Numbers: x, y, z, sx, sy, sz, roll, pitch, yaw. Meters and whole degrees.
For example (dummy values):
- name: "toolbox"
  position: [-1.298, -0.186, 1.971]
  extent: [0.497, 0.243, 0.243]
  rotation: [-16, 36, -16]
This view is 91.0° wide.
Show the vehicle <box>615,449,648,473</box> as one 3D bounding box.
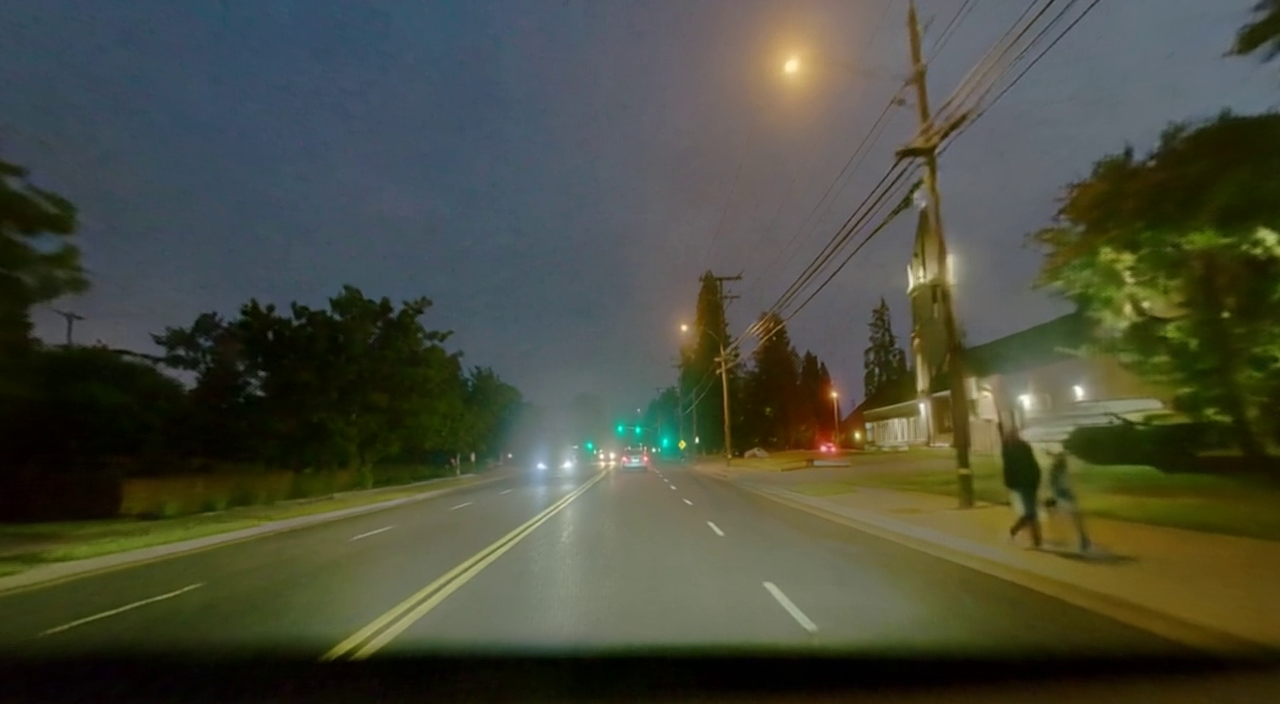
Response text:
- name: "vehicle"
  position: [-0.550, 7.210, 41.860]
  extent: [2.093, 1.497, 4.010]
  rotation: [0, -9, -1]

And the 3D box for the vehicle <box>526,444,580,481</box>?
- name: "vehicle"
  position: [-4.766, 6.159, 35.365]
  extent: [2.212, 1.906, 4.958]
  rotation: [0, -9, 2]
